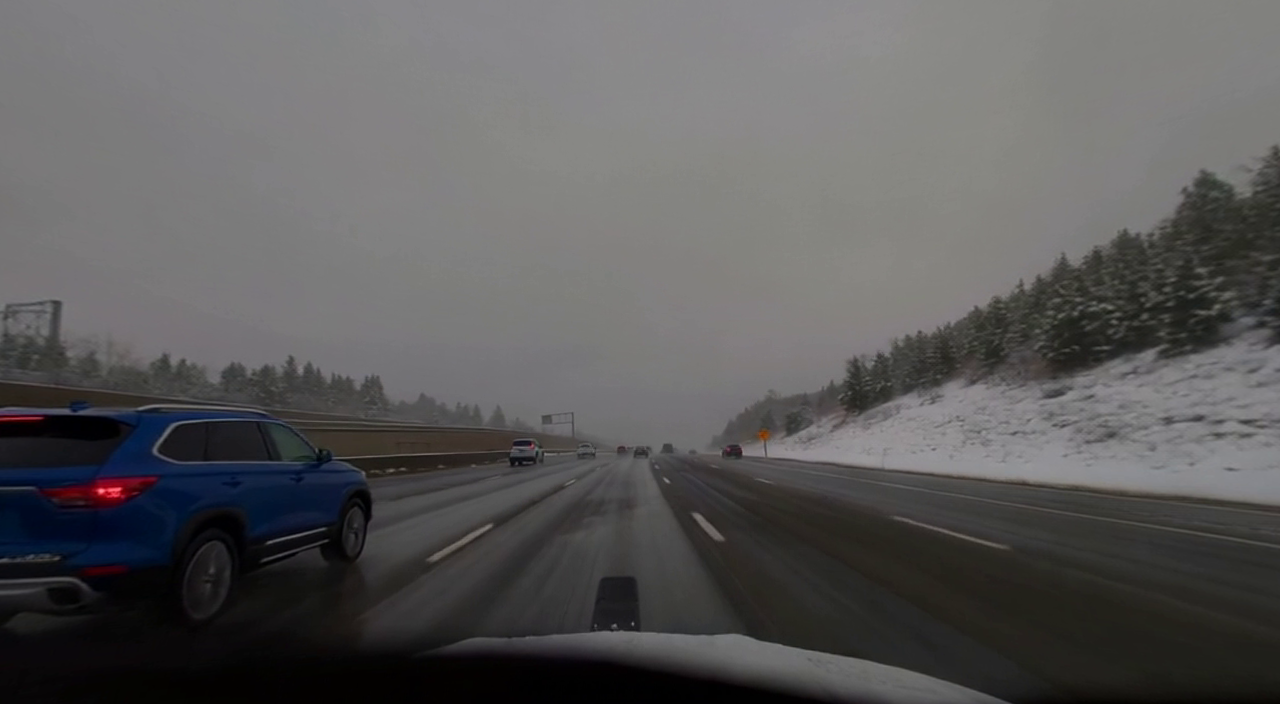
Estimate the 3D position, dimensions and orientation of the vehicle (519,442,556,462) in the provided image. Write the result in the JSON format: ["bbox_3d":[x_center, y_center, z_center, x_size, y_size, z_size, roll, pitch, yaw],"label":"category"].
[{"bbox_3d":[-7.983,7.845,49.566,2.054,1.474,4.450,0,-9,1],"label":"vehicle"}]

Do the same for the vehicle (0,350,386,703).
[{"bbox_3d":[-3.816,1.114,4.480,2.047,1.715,4.689,0,-9,0],"label":"vehicle"}]
